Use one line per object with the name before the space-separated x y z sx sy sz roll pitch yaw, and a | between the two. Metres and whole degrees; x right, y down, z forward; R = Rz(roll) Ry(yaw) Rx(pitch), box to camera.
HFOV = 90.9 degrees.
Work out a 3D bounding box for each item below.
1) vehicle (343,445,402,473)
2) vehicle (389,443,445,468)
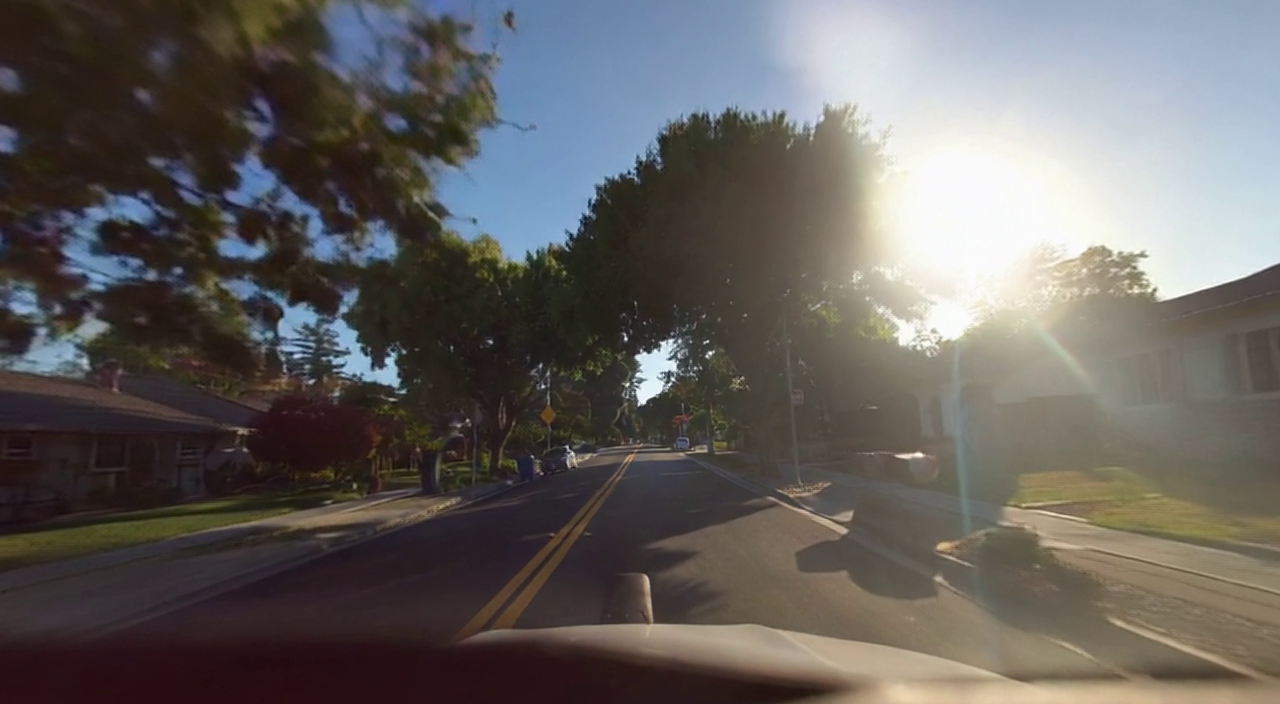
vehicle | -17.225 6.877 40.812 1.903 1.500 4.214 -3 -7 1
vehicle | -14.353 6.665 40.771 1.830 1.495 4.641 0 -9 1
